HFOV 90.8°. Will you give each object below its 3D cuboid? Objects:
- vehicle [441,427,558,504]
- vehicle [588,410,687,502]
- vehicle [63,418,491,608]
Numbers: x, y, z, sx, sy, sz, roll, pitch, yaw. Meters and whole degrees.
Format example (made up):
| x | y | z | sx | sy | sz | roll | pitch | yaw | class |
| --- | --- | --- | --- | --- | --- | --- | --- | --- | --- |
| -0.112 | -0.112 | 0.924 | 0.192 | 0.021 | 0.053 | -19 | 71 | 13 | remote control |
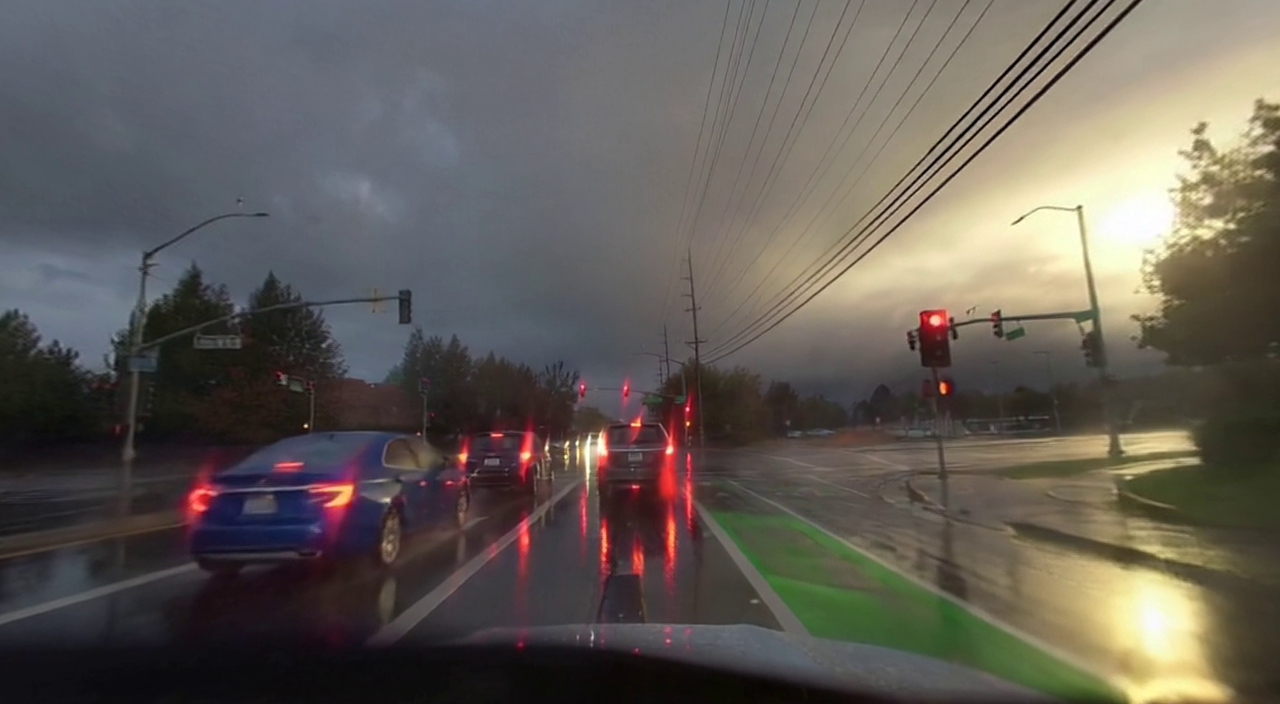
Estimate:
| x | y | z | sx | sy | sz | roll | pitch | yaw | class |
| --- | --- | --- | --- | --- | --- | --- | --- | --- | --- |
| -3.043 | 2.554 | 14.513 | 1.726 | 1.506 | 3.840 | 0 | -9 | 1 | vehicle |
| -0.094 | 2.572 | 15.770 | 2.036 | 1.885 | 5.196 | 0 | -9 | -1 | vehicle |
| -3.518 | 1.618 | 7.734 | 2.138 | 1.488 | 5.327 | 0 | -7 | -1 | vehicle |
